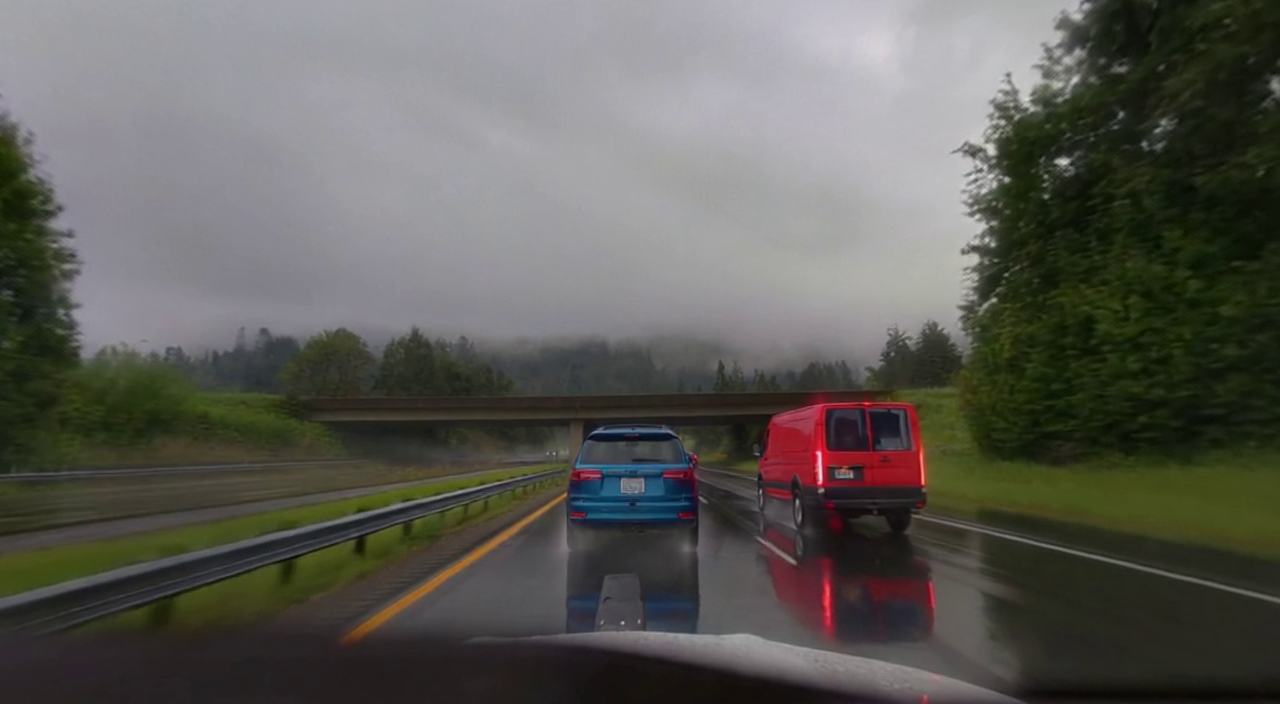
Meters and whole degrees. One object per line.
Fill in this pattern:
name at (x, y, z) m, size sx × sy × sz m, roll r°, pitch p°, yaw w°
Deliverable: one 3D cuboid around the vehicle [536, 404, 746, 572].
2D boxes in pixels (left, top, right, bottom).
vehicle at (0.013, 1.799, 8.989) m, size 2.288 × 1.823 × 4.059 m, roll 0°, pitch -9°, yaw 0°
